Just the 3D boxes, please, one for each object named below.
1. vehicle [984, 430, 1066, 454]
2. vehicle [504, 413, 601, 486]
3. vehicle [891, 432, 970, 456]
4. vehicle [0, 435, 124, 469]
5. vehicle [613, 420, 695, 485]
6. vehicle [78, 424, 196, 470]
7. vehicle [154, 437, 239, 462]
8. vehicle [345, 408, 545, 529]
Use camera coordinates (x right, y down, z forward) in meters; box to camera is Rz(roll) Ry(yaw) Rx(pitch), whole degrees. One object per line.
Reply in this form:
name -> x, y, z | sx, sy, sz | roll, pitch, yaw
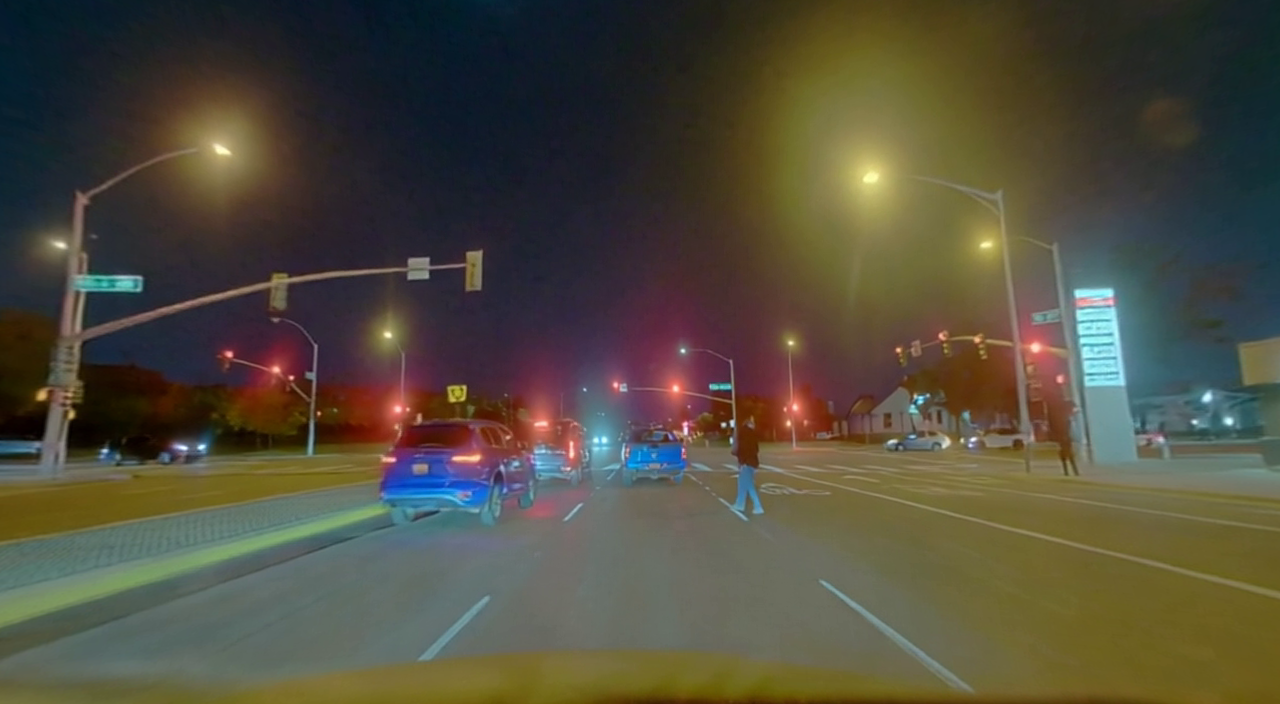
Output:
vehicle -> 28.947, 6.790, 47.270 | 4.849, 1.759, 2.041 | 0, -8, -1
vehicle -> -2.479, 2.946, 19.134 | 2.220, 1.926, 4.870 | 0, -8, 0
vehicle -> 20.311, 6.444, 44.030 | 4.624, 1.601, 1.871 | 0, -8, -2
vehicle -> -31.181, 5.358, 33.764 | 4.956, 1.737, 2.135 | 0, -8, 2
vehicle -> 0.365, 3.073, 19.427 | 2.204, 1.738, 4.690 | 0, -8, 0
vehicle -> -32.823, 6.144, 41.066 | 5.884, 2.243, 2.287 | -6, -5, 0
vehicle -> -31.200, 6.848, 44.280 | 4.406, 1.682, 2.040 | 0, -8, 1
vehicle -> -3.122, 1.987, 11.222 | 2.006, 1.707, 4.448 | 0, -8, 2
